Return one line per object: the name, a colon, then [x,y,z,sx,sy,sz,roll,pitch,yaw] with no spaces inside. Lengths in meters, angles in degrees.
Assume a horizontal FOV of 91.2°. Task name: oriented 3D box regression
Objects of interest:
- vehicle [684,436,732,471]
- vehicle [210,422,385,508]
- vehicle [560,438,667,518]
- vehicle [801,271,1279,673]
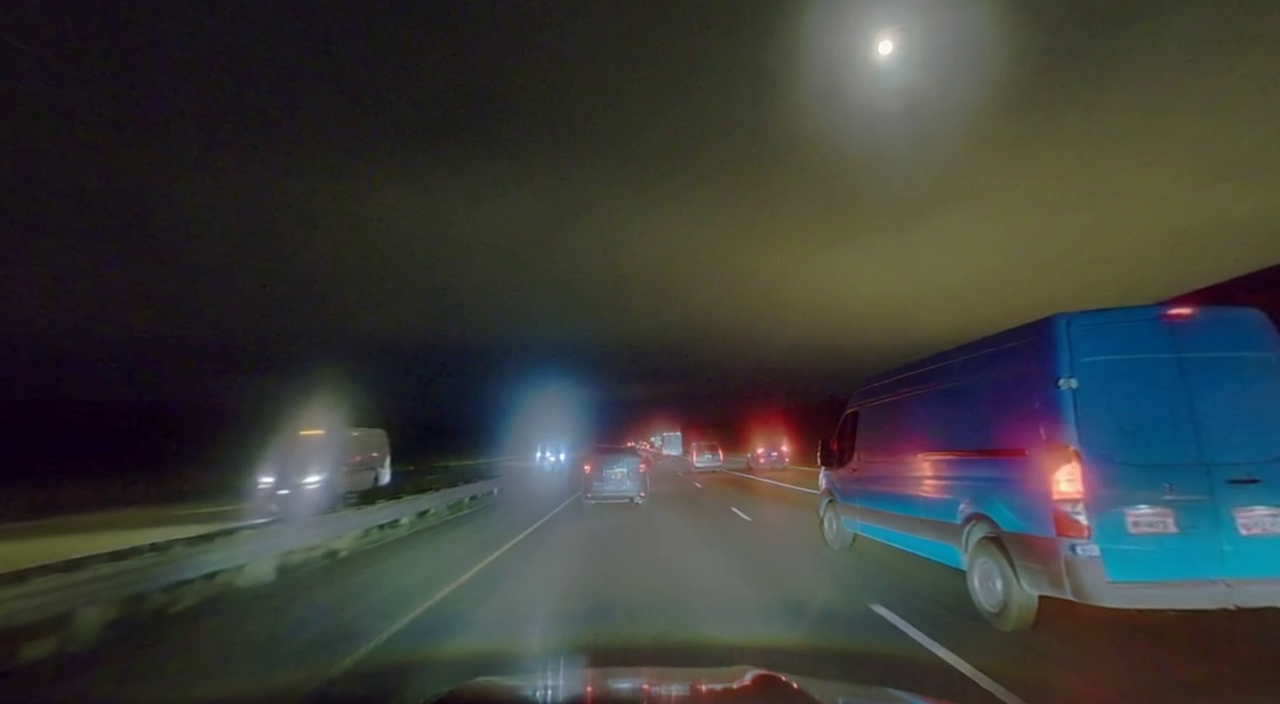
vehicle: [4.031,6.107,37.959,2.261,1.952,4.784,0,-9,-1]
vehicle: [-8.890,2.985,16.919,2.106,1.959,4.715,0,-9,-1]
vehicle: [-0.518,2.693,13.871,2.029,1.483,3.769,0,-9,0]
vehicle: [3.774,1.123,6.744,2.399,2.421,5.829,0,-9,-1]
